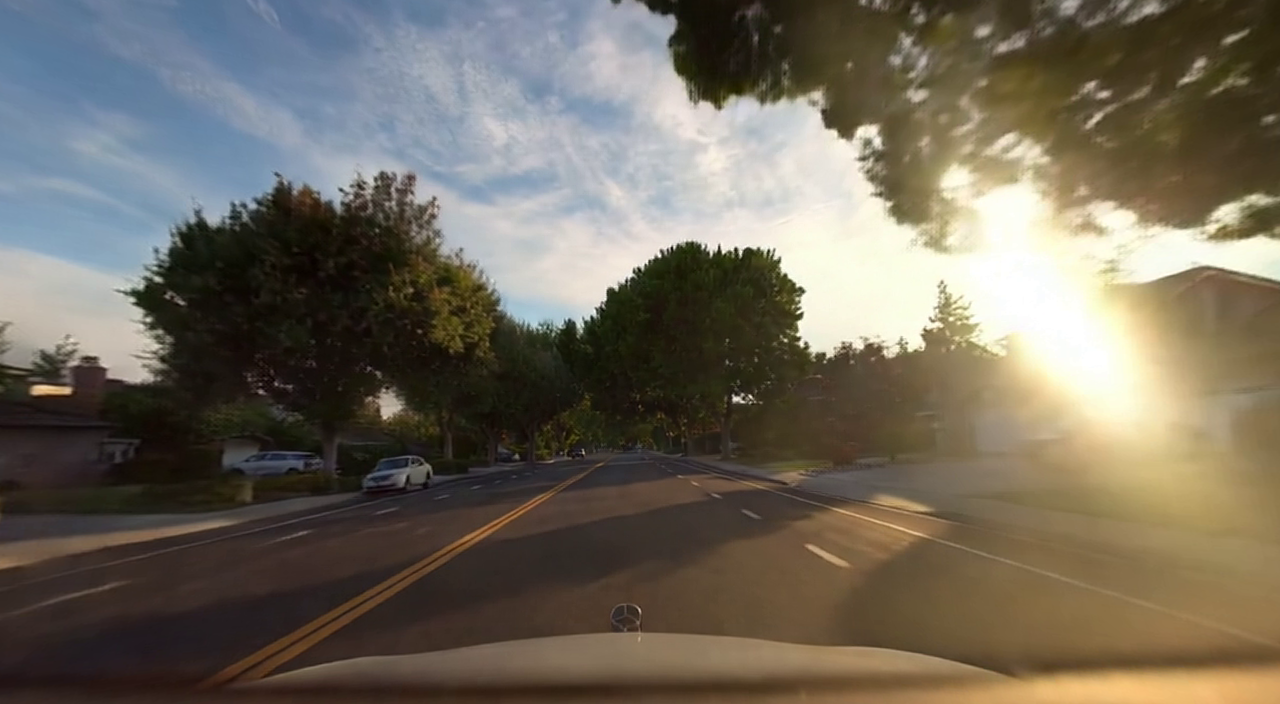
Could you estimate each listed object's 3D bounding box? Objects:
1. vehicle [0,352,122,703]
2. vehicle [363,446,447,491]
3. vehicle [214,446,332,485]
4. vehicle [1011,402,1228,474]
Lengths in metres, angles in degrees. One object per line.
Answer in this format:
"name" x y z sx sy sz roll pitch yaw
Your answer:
"vehicle" -4.231 0.646 1.162 2.151 1.830 5.172 0 -8 0
"vehicle" -9.751 4.837 26.638 1.931 1.465 4.683 -5 -7 -3
"vehicle" -19.562 6.071 33.862 4.802 1.868 2.395 -1 -9 -2
"vehicle" 13.736 2.484 18.357 4.441 1.932 2.243 0 -7 0
